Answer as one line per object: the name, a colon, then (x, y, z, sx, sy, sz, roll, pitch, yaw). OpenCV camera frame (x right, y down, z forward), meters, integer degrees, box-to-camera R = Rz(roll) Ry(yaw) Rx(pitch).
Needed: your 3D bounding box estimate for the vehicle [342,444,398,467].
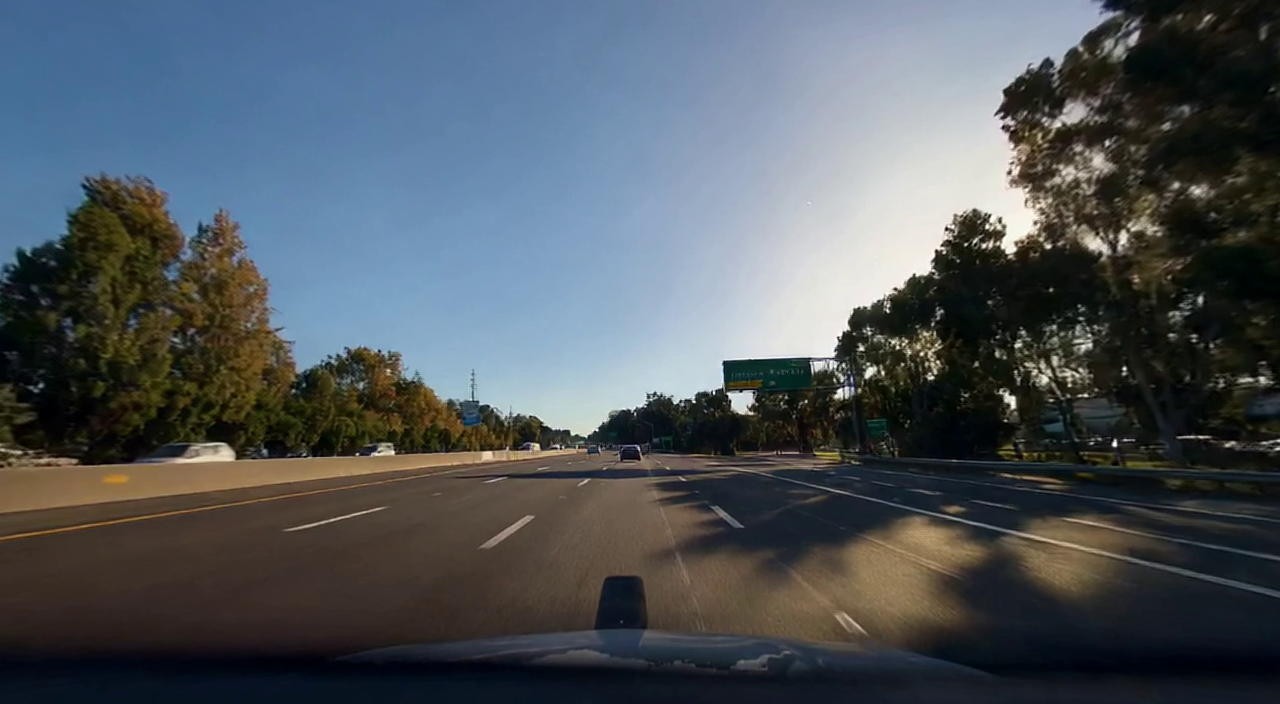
vehicle: (-21.232, 8.166, 49.889, 2.201, 1.708, 4.988, 0, -9, 0)

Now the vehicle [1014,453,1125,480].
vehicle: (24.381, 6.490, 36.052, 4.687, 1.456, 2.075, -1, -9, 8)

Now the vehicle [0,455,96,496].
vehicle: (-25.116, 4.977, 25.788, 1.821, 1.469, 4.441, 0, -9, 1)

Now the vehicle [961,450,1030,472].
vehicle: (24.468, 7.495, 43.550, 3.596, 1.434, 1.782, -1, -9, 5)

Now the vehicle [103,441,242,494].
vehicle: (-17.261, 4.227, 23.649, 1.921, 1.749, 4.305, 0, -8, -1)

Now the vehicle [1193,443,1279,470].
vehicle: (39.695, 6.876, 41.708, 1.934, 1.572, 4.262, 7, -9, -28)

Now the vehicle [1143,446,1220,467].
vehicle: (41.780, 8.044, 48.798, 1.871, 1.530, 4.021, 5, -10, -30)

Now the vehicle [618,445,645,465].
vehicle: (-0.688, 7.847, 48.381, 2.025, 1.460, 4.189, 0, -9, -2)
